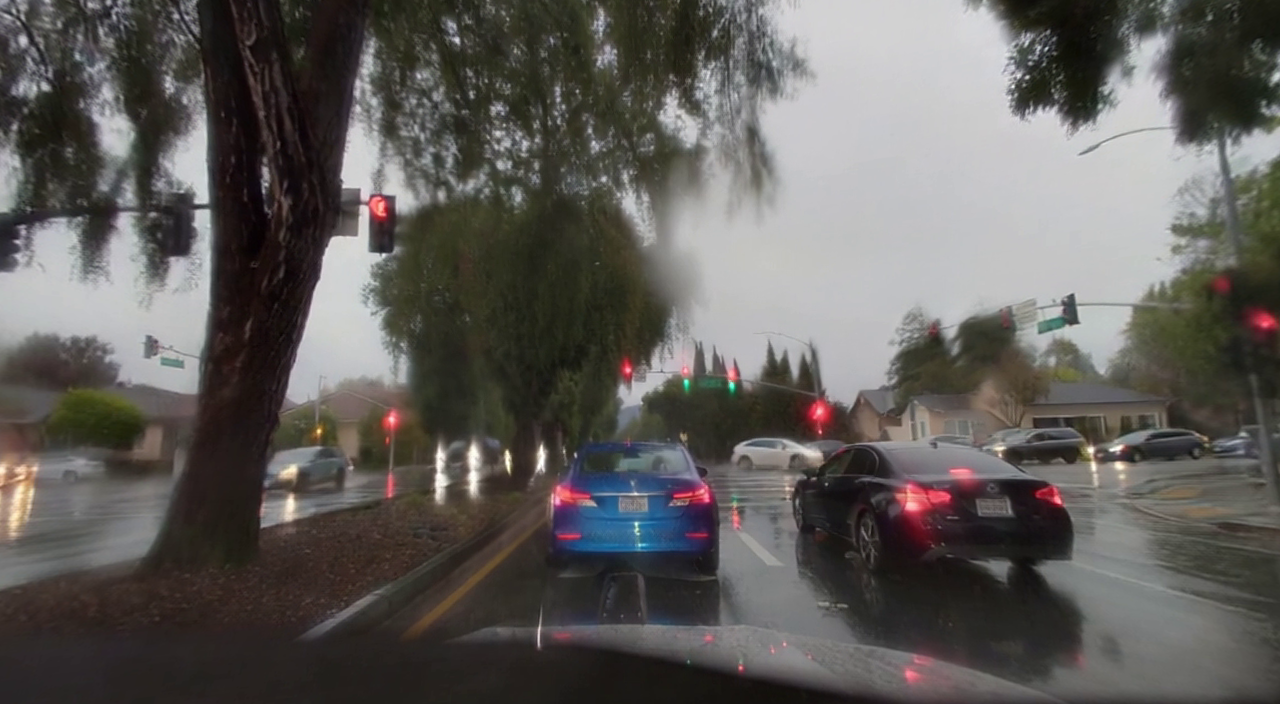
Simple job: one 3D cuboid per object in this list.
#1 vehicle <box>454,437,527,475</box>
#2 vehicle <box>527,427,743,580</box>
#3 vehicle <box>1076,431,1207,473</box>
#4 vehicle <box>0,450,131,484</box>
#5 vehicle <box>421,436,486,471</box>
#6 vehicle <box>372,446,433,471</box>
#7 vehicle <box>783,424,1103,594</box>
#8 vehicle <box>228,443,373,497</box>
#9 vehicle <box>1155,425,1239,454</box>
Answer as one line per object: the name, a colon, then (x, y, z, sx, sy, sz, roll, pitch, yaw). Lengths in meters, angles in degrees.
vehicle: (-7.437, 5.224, 32.001, 2.383, 1.779, 4.973, 0, -8, 1)
vehicle: (-0.064, 1.783, 8.258, 2.103, 1.478, 4.073, 0, -8, -1)
vehicle: (23.962, 4.774, 30.299, 4.520, 1.762, 2.005, -1, -8, -1)
vehicle: (-28.131, 5.609, 31.042, 4.538, 1.591, 1.949, 0, -8, 1)
vehicle: (-11.039, 6.030, 37.805, 2.376, 1.916, 4.899, 0, -8, 0)
vehicle: (-16.864, 7.589, 45.132, 1.893, 1.658, 4.474, -2, -9, 11)
vehicle: (3.183, 1.716, 7.772, 1.913, 1.505, 4.097, 0, -8, 0)
vehicle: (-11.375, 3.966, 21.724, 2.102, 1.531, 5.072, -2, -9, 2)
vehicle: (41.684, 6.580, 47.356, 4.388, 2.079, 1.960, 0, -8, -3)
